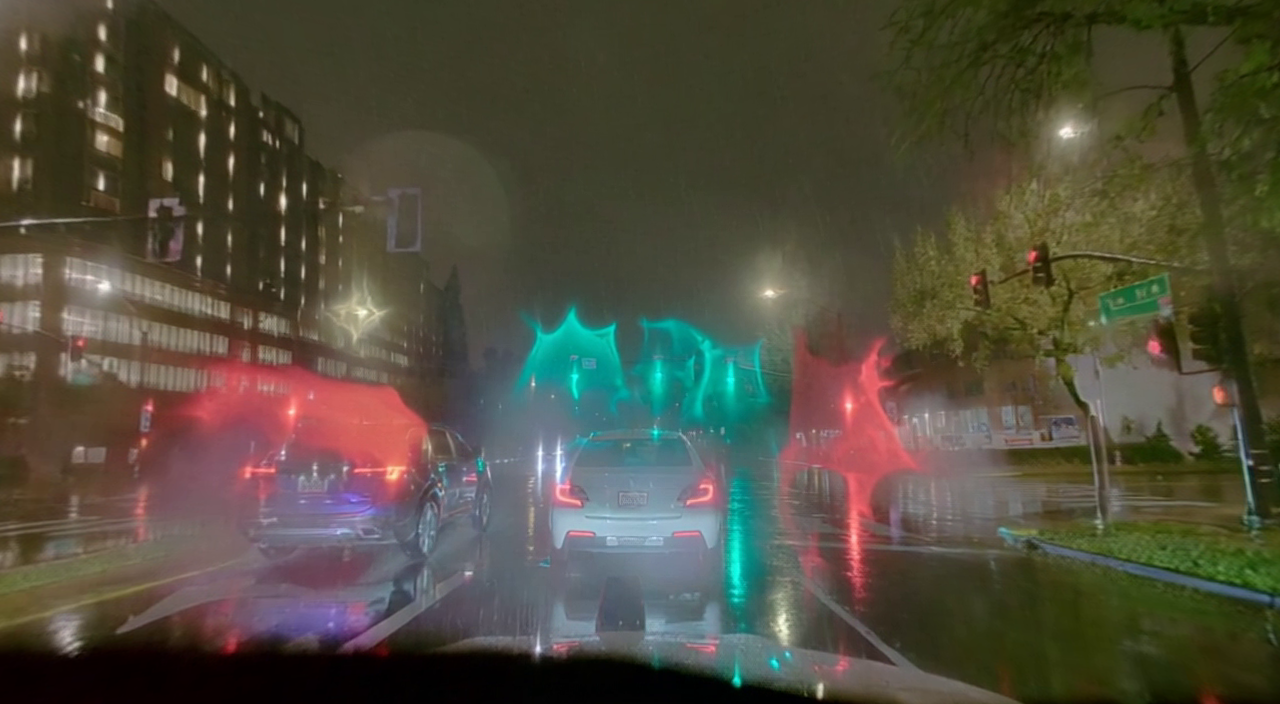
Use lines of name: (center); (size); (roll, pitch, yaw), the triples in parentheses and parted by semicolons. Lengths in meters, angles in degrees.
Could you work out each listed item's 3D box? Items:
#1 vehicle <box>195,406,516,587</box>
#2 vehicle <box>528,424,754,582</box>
vehicle: (-3.176, 1.709, 8.337); (2.081, 1.719, 4.434); (0, -8, 1)
vehicle: (0.027, 1.757, 8.145); (2.190, 1.522, 3.850); (0, -8, 0)
